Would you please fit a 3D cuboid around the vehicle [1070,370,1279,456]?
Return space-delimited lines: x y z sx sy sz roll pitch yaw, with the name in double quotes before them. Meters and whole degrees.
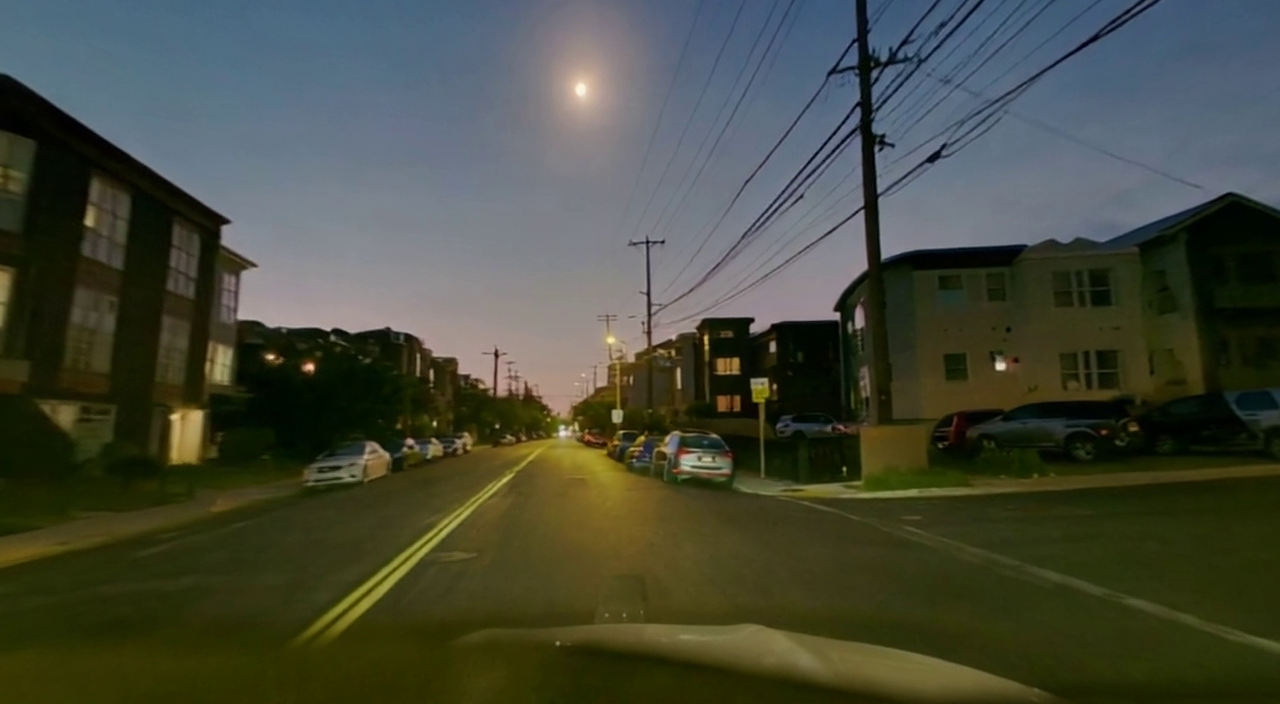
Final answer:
"vehicle" 14.689 1.633 16.200 2.153 1.976 5.514 6 -10 -40

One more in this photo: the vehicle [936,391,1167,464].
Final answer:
"vehicle" 10.665 2.036 16.703 1.897 1.659 4.648 6 -10 -38

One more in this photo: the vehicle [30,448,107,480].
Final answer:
"vehicle" -35.683 6.974 39.469 1.575 1.402 3.580 -4 -3 -2

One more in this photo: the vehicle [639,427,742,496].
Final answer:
"vehicle" 1.188 2.832 16.762 1.914 1.591 3.892 1 -8 -8

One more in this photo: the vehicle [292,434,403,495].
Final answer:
"vehicle" -8.986 3.435 19.815 1.913 1.672 4.267 1 -8 -7

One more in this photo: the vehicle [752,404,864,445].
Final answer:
"vehicle" 8.378 3.787 32.203 2.152 1.875 5.778 4 -9 -27
